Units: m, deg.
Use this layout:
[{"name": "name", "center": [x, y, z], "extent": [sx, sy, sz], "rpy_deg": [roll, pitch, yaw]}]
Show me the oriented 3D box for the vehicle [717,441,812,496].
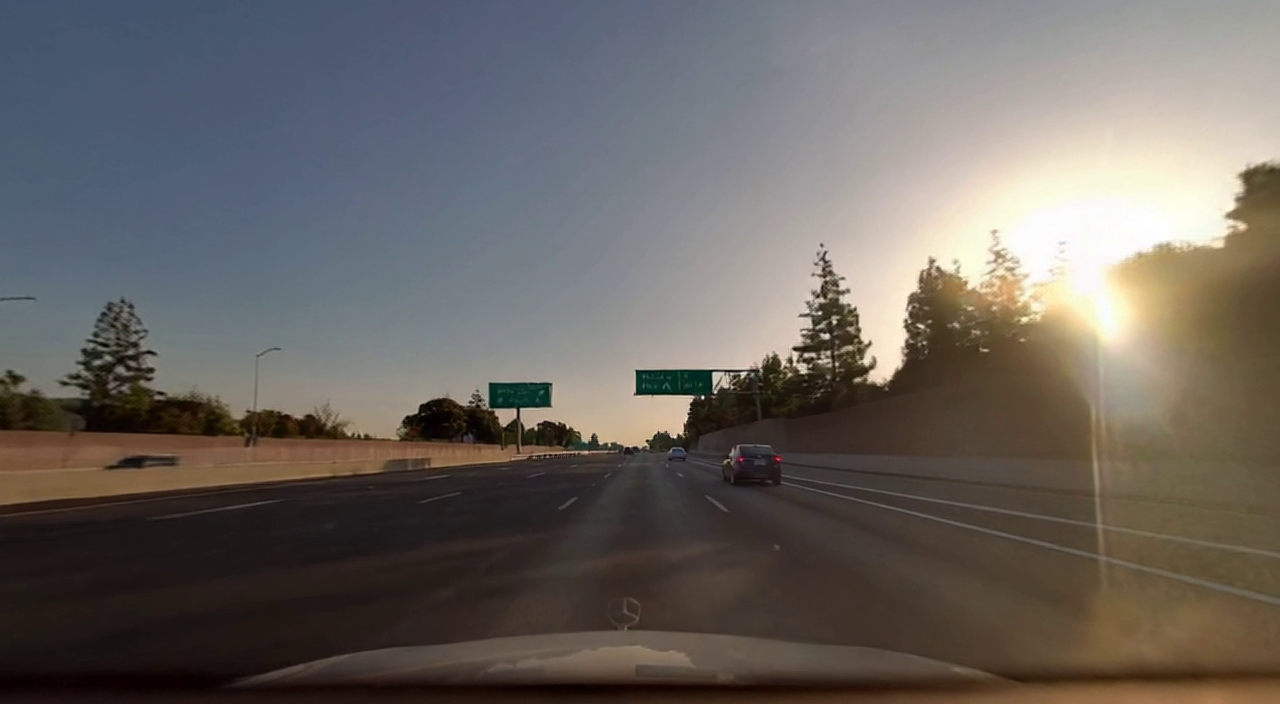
[{"name": "vehicle", "center": [3.696, 3.551, 19.551], "extent": [2.033, 1.501, 4.398], "rpy_deg": [0, -9, 0]}]
